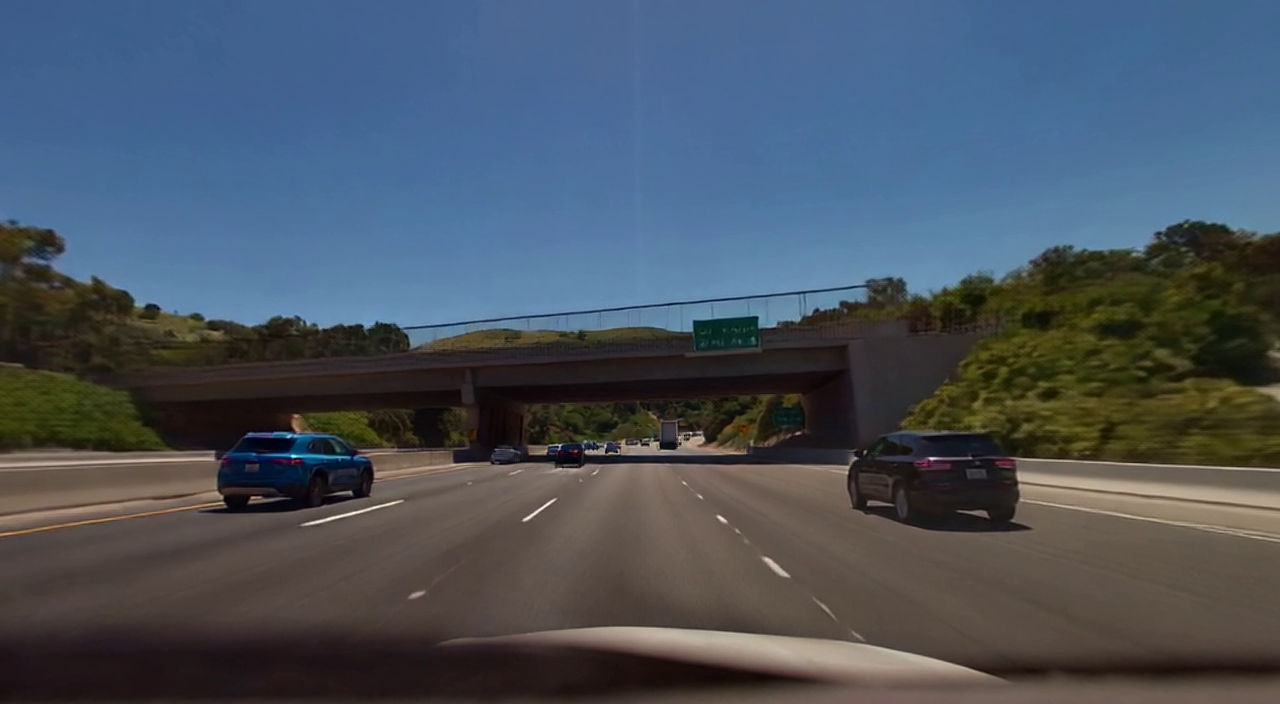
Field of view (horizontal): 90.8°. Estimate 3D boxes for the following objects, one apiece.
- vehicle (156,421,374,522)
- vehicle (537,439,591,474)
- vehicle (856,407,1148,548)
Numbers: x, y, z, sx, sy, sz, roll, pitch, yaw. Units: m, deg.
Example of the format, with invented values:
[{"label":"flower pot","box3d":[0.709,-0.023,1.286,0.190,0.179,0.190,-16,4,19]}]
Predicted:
[{"label":"vehicle","box3d":[-7.276,2.348,12.886,1.860,1.694,4.173,0,-9,0]},{"label":"vehicle","box3d":[-3.464,4.869,29.677,1.925,1.509,4.363,0,-9,1]},{"label":"vehicle","box3d":[5.258,1.893,10.128,1.950,1.719,4.545,0,-9,0]}]
